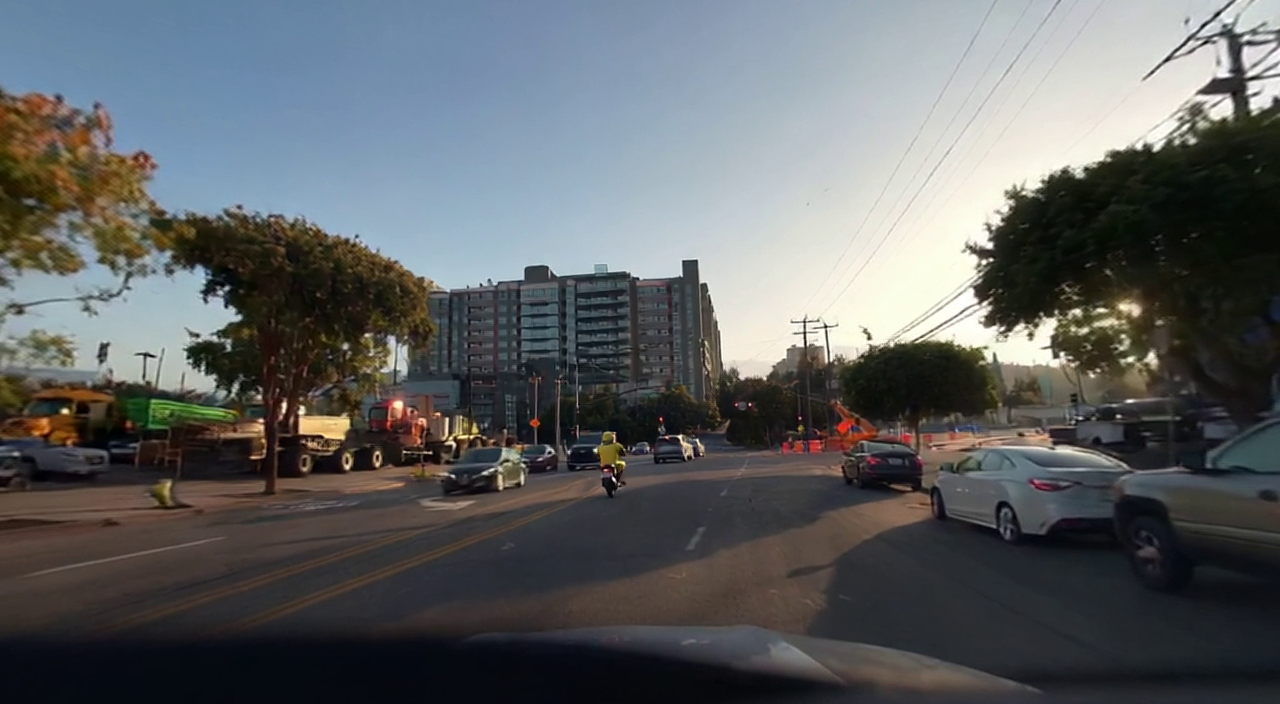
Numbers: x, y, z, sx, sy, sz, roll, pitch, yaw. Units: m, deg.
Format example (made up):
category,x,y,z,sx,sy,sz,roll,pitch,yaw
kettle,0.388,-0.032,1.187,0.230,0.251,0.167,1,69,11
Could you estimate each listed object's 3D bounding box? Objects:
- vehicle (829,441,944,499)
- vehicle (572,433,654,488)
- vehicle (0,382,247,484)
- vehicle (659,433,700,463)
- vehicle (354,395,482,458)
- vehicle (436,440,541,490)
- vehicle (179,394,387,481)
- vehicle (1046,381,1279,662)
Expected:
category,x,y,z,sx,sy,sz,roll,pitch,yaw
vehicle,6.981,3.352,18.430,1.973,1.457,4.522,-1,-8,6
vehicle,-0.766,3.530,20.852,1.925,1.602,4.090,-1,-8,8
vehicle,-20.802,3.331,25.969,3.283,3.441,8.669,-1,-8,4
vehicle,2.799,6.635,43.630,2.295,1.929,5.498,-1,-8,9
vehicle,-13.133,4.718,38.714,2.996,3.170,10.153,-5,-9,8
vehicle,-5.025,3.816,21.709,2.105,1.509,4.753,-1,-8,4
vehicle,-14.776,3.754,27.478,2.990,3.144,9.080,-1,-8,6
vehicle,5.382,1.109,4.117,2.387,1.820,5.286,-1,-8,6
